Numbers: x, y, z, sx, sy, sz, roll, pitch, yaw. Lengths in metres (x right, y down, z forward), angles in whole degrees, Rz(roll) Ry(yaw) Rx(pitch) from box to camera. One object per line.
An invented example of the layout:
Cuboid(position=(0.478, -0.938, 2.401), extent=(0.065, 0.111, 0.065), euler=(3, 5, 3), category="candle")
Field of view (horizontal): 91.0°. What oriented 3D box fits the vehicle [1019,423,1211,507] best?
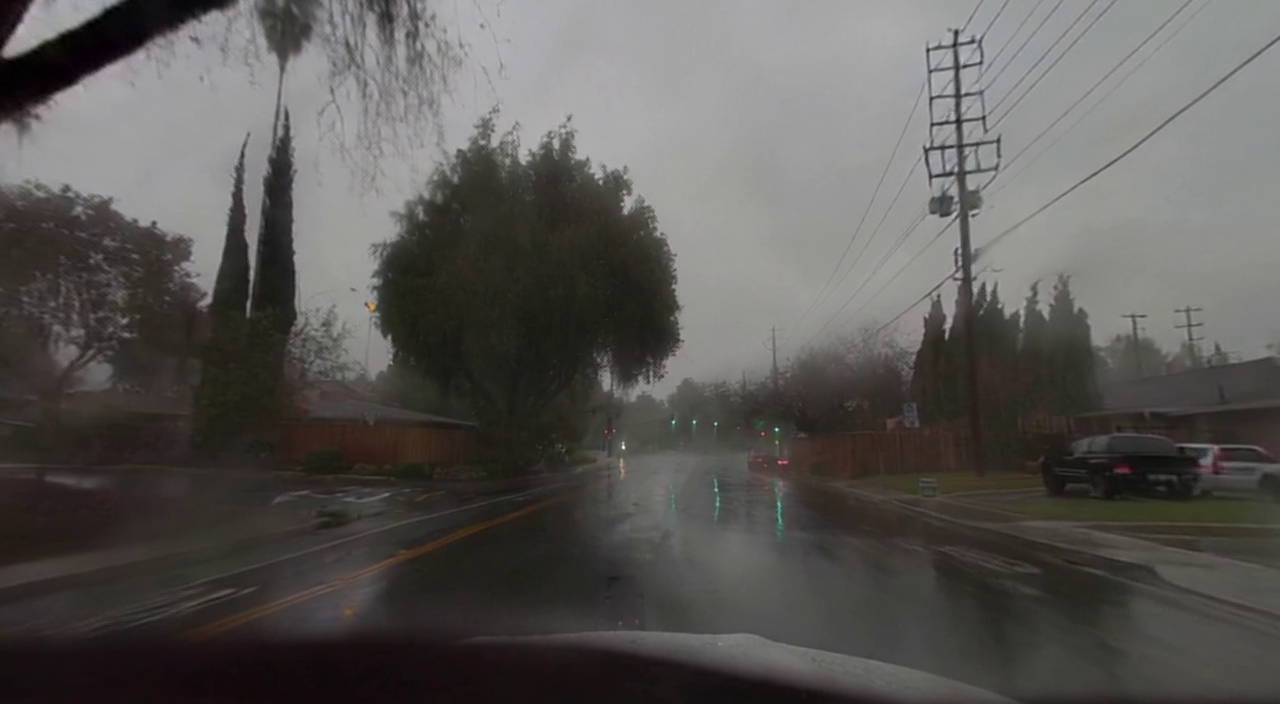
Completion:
Cuboid(position=(12.713, 3.049, 17.350), extent=(1.912, 1.953, 4.651), euler=(0, -9, 5), category="vehicle")
